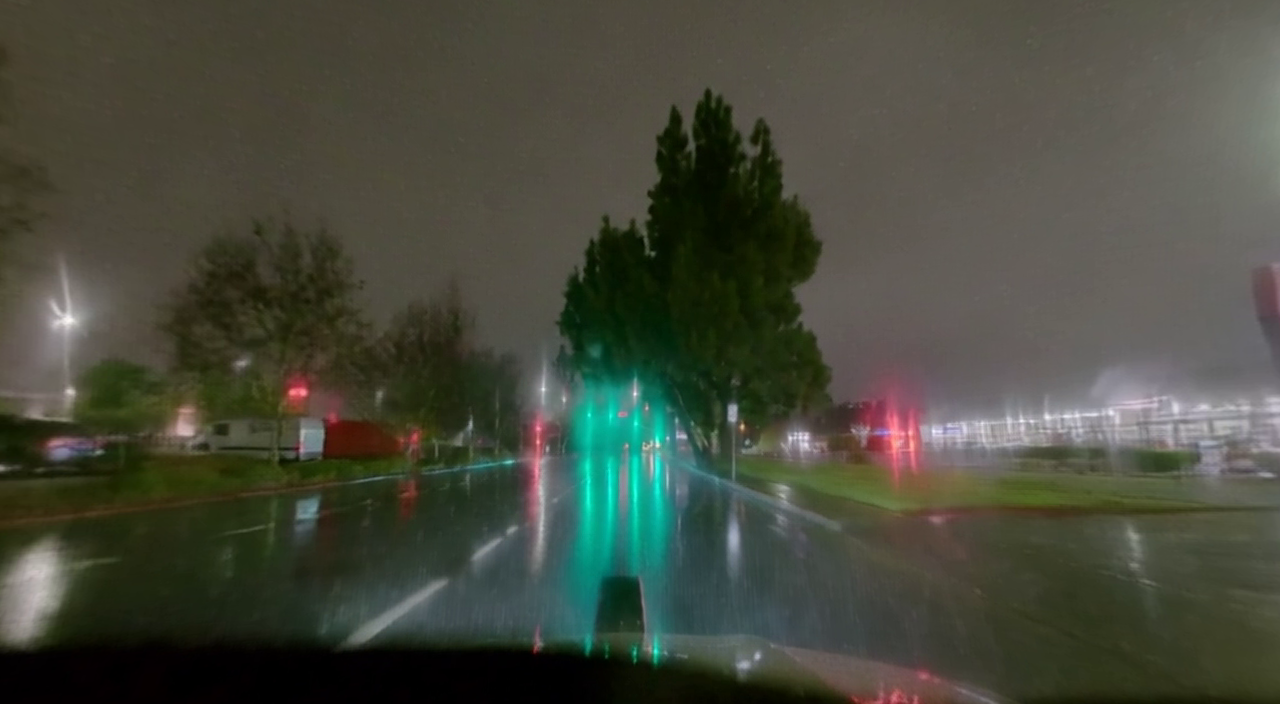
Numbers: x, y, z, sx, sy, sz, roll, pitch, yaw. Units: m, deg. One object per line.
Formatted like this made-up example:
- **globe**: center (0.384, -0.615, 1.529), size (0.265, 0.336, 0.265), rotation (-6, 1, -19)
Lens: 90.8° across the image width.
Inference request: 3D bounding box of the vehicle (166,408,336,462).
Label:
- **vehicle**: center (-19.675, 4.271, 32.276), size (6.919, 2.613, 2.356), rotation (0, -9, -4)

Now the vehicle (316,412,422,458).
- **vehicle**: center (-19.840, 6.127, 46.542), size (6.595, 3.267, 2.535), rotation (0, -8, 0)

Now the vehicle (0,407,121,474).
- **vehicle**: center (-19.340, 2.704, 19.168), size (5.109, 1.891, 2.206), rotation (0, -9, -1)
